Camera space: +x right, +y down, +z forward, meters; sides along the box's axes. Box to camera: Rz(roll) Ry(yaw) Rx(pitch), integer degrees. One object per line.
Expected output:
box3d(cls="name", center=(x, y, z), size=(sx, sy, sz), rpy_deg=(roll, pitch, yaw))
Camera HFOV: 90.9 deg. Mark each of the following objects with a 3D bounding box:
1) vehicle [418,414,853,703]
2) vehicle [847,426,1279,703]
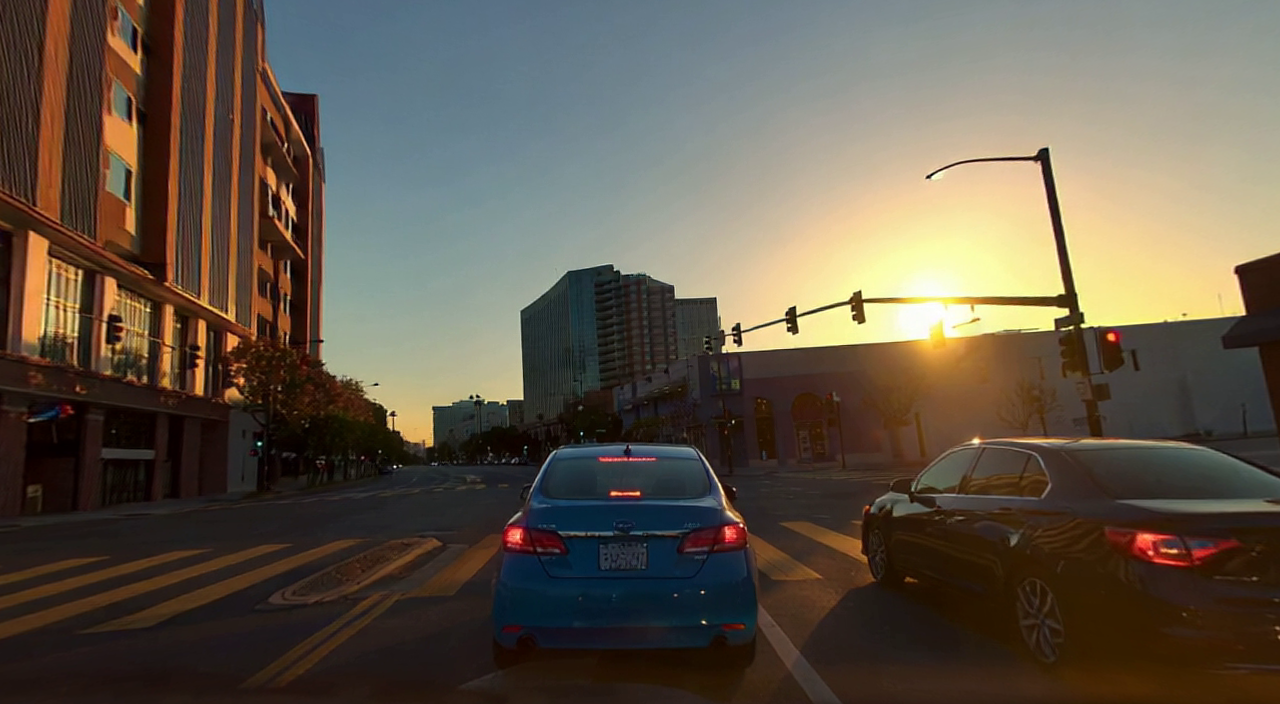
box3d(cls="vehicle", center=(-0.054, 1.351, 5.148), size=(2.094, 1.481, 4.078), rpy_deg=(0, -8, -1))
box3d(cls="vehicle", center=(3.342, 1.377, 5.080), size=(1.860, 1.430, 4.089), rpy_deg=(0, -8, -1))
